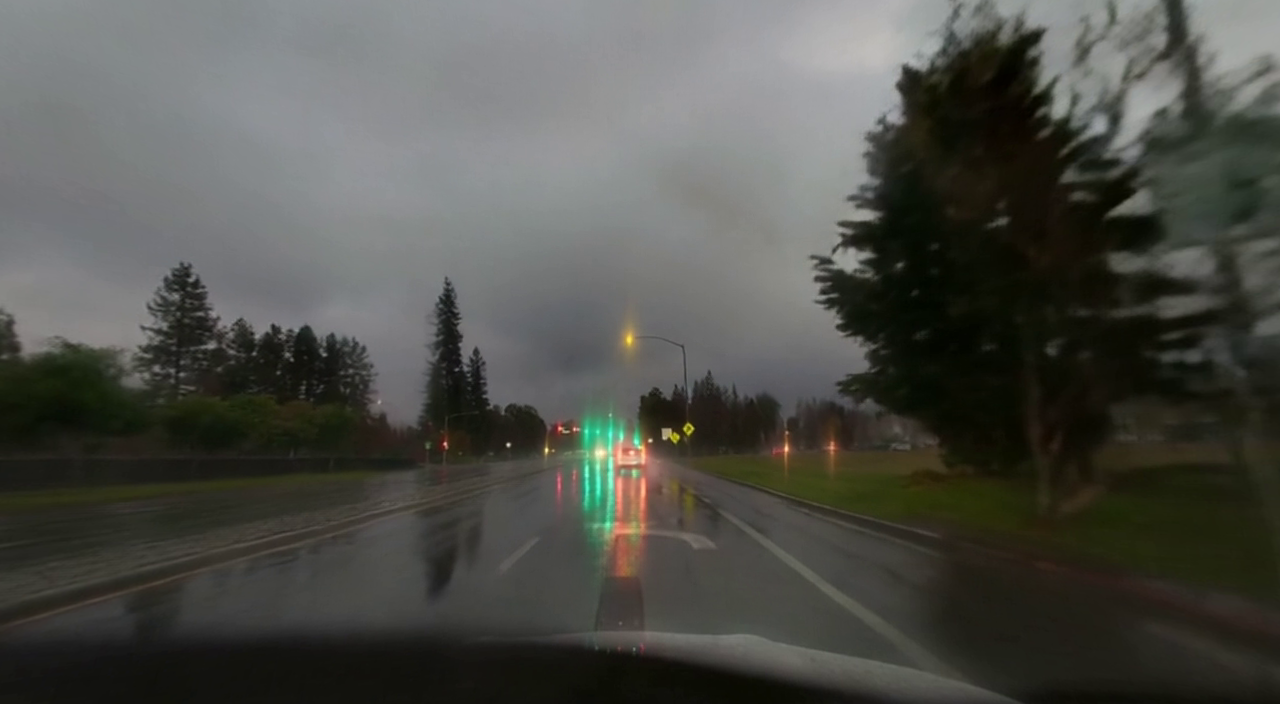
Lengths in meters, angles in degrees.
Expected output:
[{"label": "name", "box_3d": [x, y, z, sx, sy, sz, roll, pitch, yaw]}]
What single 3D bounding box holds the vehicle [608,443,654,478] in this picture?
[{"label": "vehicle", "box_3d": [-0.430, 4.889, 28.547, 1.954, 1.469, 3.465, 0, -9, -1]}]
